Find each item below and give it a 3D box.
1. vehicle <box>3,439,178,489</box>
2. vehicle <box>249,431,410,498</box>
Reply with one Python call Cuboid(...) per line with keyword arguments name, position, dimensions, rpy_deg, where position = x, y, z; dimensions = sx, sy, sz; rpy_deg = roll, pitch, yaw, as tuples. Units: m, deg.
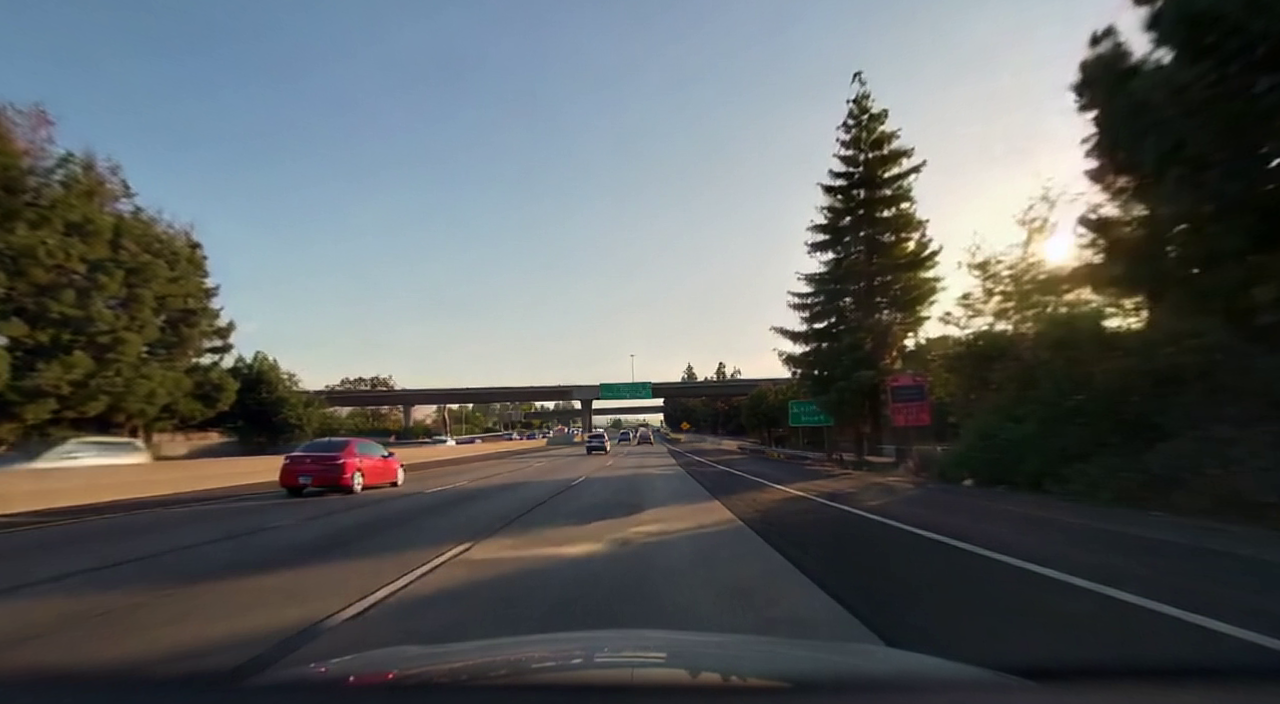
Cuboid(name="vehicle", position=(-17.742, 3.611, 20.697), dimensions=(1.867, 1.458, 4.243), rpy_deg=(0, -8, 0))
Cuboid(name="vehicle", position=(-7.783, 2.852, 16.358), dimensions=(1.987, 1.486, 4.174), rpy_deg=(0, -8, 1))
